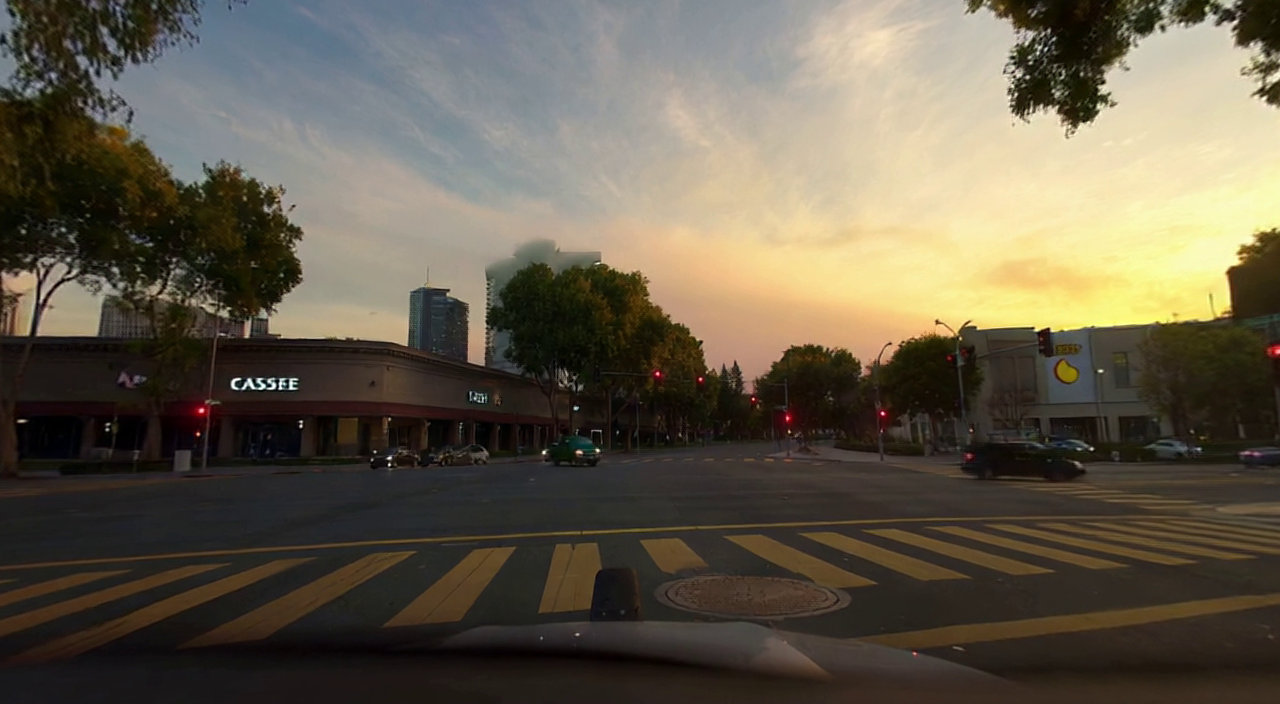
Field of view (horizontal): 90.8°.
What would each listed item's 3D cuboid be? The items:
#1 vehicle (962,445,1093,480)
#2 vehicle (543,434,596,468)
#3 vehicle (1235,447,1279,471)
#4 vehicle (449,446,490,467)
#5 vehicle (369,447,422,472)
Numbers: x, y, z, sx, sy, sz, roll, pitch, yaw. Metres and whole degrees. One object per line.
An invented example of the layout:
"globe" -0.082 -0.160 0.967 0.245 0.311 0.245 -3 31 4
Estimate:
"vehicle" 17.352 4.955 28.416 4.658 1.478 1.946 1 -9 -6
"vehicle" -4.395 6.060 38.778 2.289 1.927 5.667 2 -9 -16
"vehicle" 40.668 6.812 40.467 4.522 1.460 2.097 4 -9 -26
"vehicle" -12.627 7.766 47.096 1.946 1.474 4.008 0 -9 0
"vehicle" -16.250 7.134 42.239 1.883 1.586 4.297 0 -9 -1
